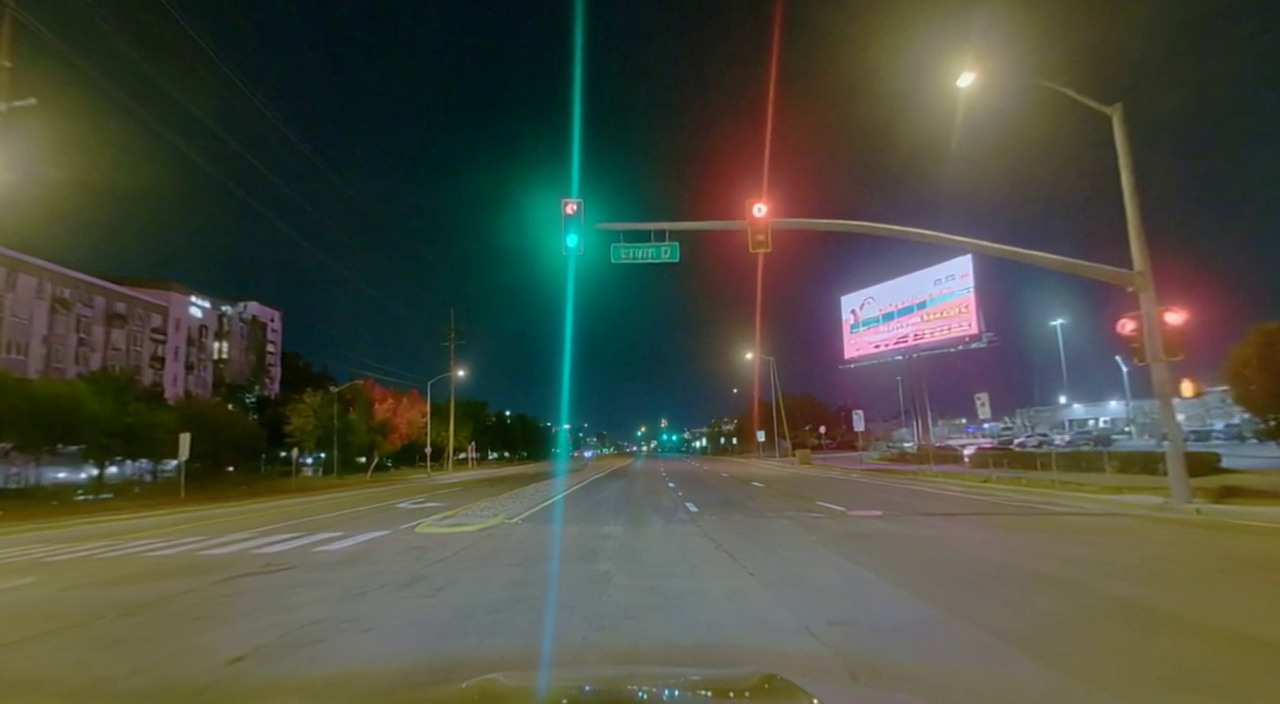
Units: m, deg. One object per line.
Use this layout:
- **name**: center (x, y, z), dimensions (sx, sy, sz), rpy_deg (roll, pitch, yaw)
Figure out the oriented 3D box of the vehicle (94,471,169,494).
- **vehicle**: center (-37.310, 9.570, 46.387), dimensions (1.736, 1.399, 4.271), rpy_deg (-1, -8, 4)
